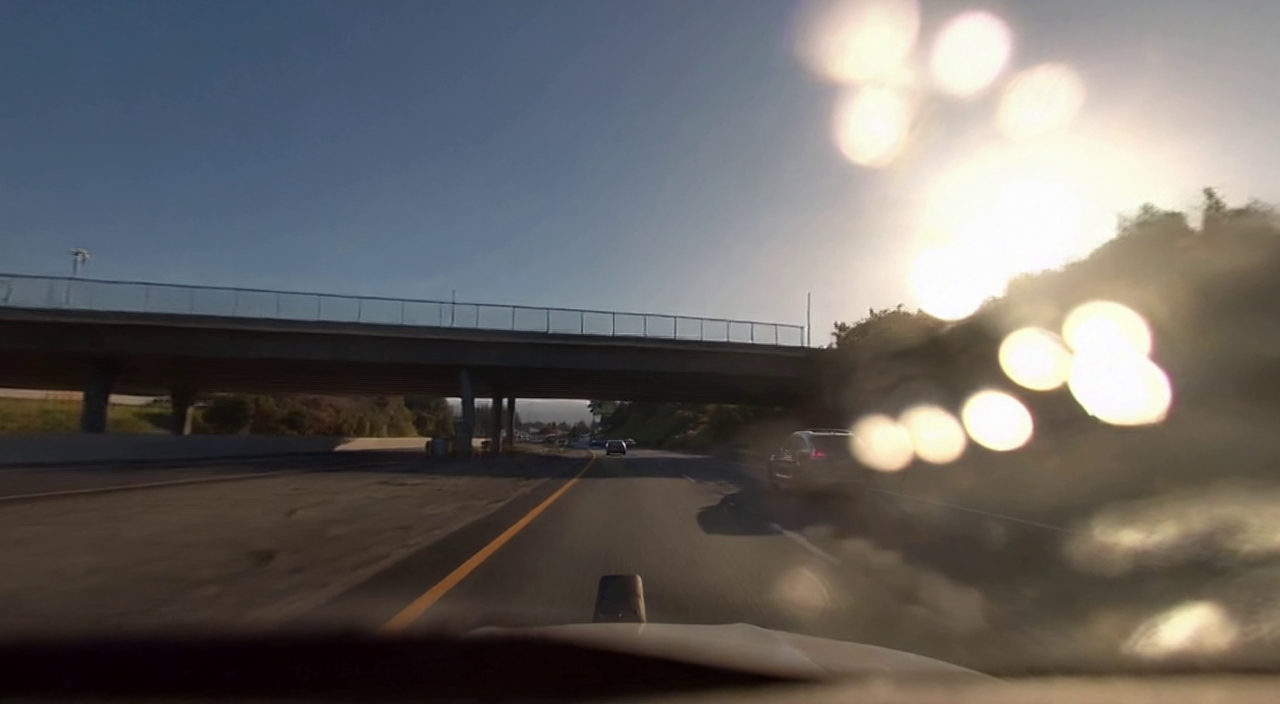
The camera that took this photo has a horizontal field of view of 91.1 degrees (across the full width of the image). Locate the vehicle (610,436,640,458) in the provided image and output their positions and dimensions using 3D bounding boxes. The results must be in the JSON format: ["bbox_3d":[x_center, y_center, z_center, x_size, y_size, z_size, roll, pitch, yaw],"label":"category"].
[{"bbox_3d":[-1.107,6.707,44.648,1.998,1.512,3.735,0,-8,-2],"label":"vehicle"}]

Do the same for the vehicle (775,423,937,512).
[{"bbox_3d":[4.110,2.236,12.652,1.852,1.513,3.652,0,-8,-2],"label":"vehicle"}]
